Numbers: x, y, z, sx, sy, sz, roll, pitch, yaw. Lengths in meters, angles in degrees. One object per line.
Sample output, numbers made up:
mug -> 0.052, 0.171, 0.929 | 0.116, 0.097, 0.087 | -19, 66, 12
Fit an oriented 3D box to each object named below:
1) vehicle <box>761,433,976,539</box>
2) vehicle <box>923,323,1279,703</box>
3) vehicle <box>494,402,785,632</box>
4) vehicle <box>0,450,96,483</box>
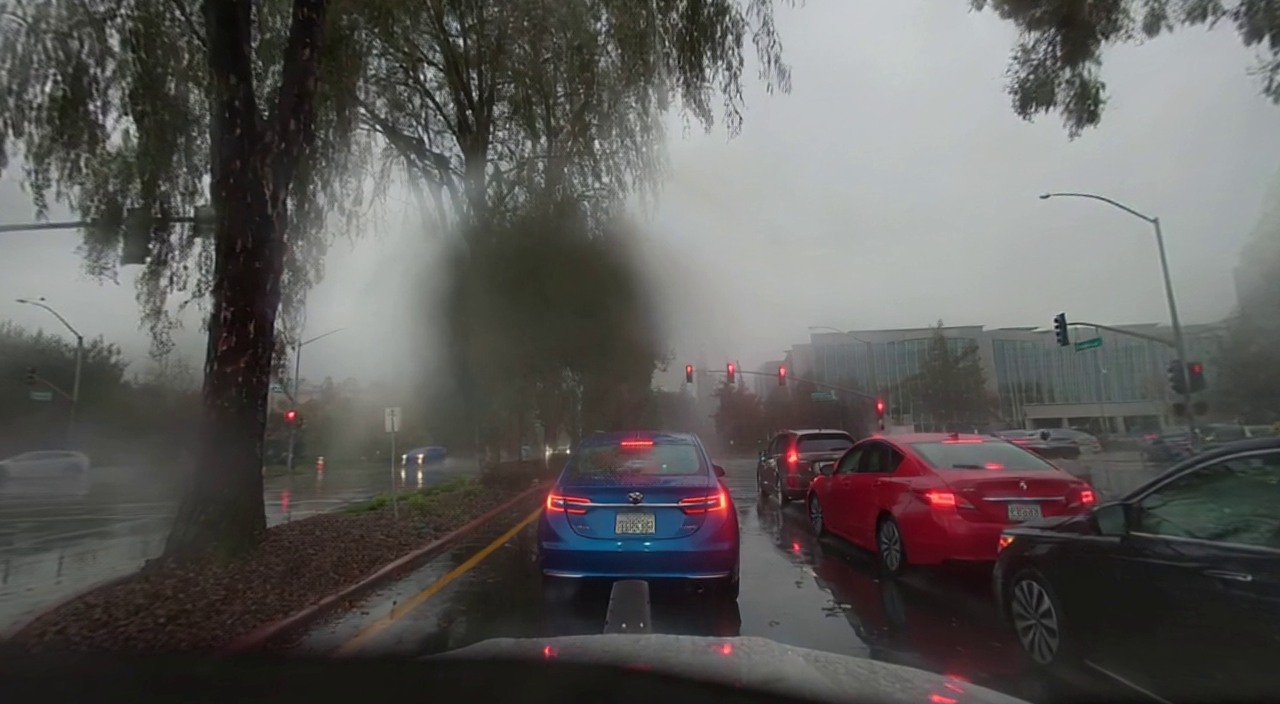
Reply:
vehicle -> 3.687, 2.258, 11.302 | 2.054, 1.482, 4.654 | 0, -9, -1
vehicle -> 3.723, 0.928, 3.436 | 2.162, 1.829, 4.519 | 0, -9, -1
vehicle -> -0.025, 1.473, 6.500 | 2.074, 1.631, 3.793 | 0, -9, -1
vehicle -> -40.757, 7.697, 42.748 | 5.321, 2.089, 2.177 | 4, -10, -26
